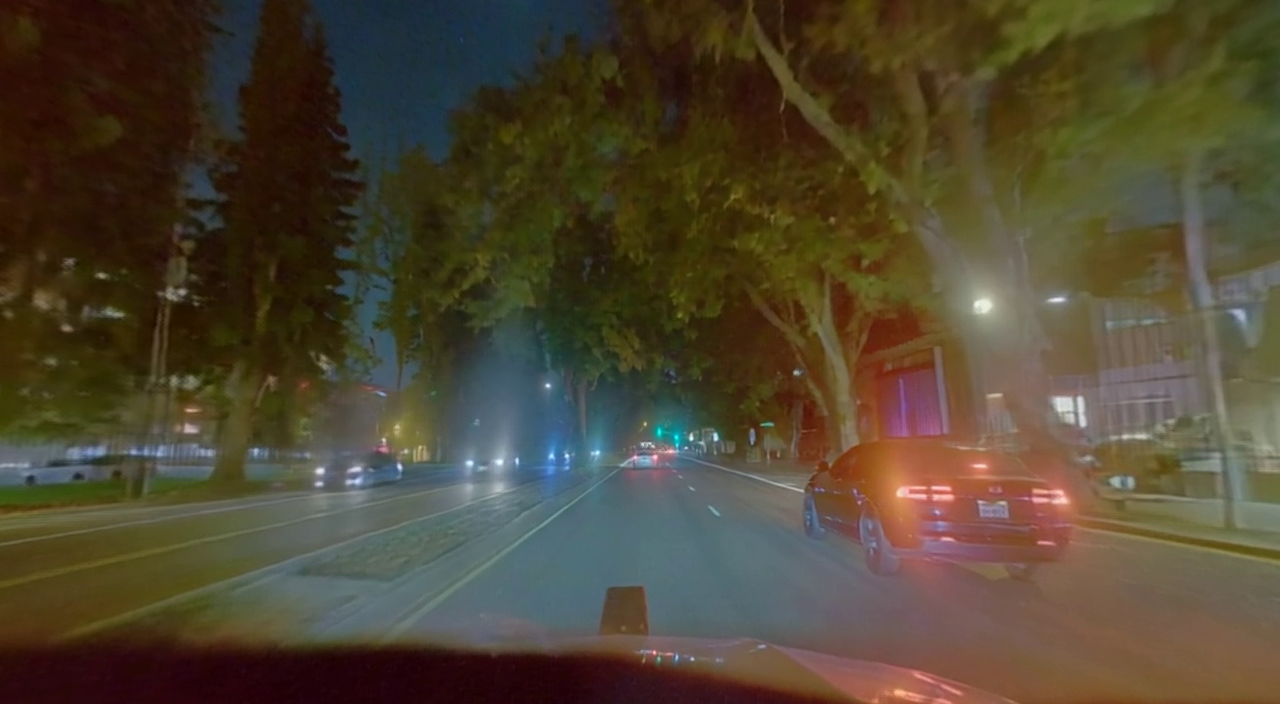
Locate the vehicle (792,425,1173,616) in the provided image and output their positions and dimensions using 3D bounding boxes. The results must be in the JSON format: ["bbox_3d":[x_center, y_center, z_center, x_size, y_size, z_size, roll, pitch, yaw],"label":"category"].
[{"bbox_3d":[3.217,1.639,7.089,1.989,1.498,4.050,0,-8,0],"label":"vehicle"}]

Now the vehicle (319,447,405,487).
[{"bbox_3d":[-11.912,4.947,27.356,1.869,1.529,4.355,-1,-9,-2],"label":"vehicle"}]

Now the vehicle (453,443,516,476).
[{"bbox_3d":[-8.139,5.652,33.441,2.013,1.637,4.479,-1,-8,2],"label":"vehicle"}]

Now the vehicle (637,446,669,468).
[{"bbox_3d":[0.800,6.610,39.901,1.945,1.343,3.827,0,-8,0],"label":"vehicle"}]

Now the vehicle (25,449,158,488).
[{"bbox_3d":[-26.549,5.636,30.817,1.913,1.678,5.017,0,-8,1],"label":"vehicle"}]
